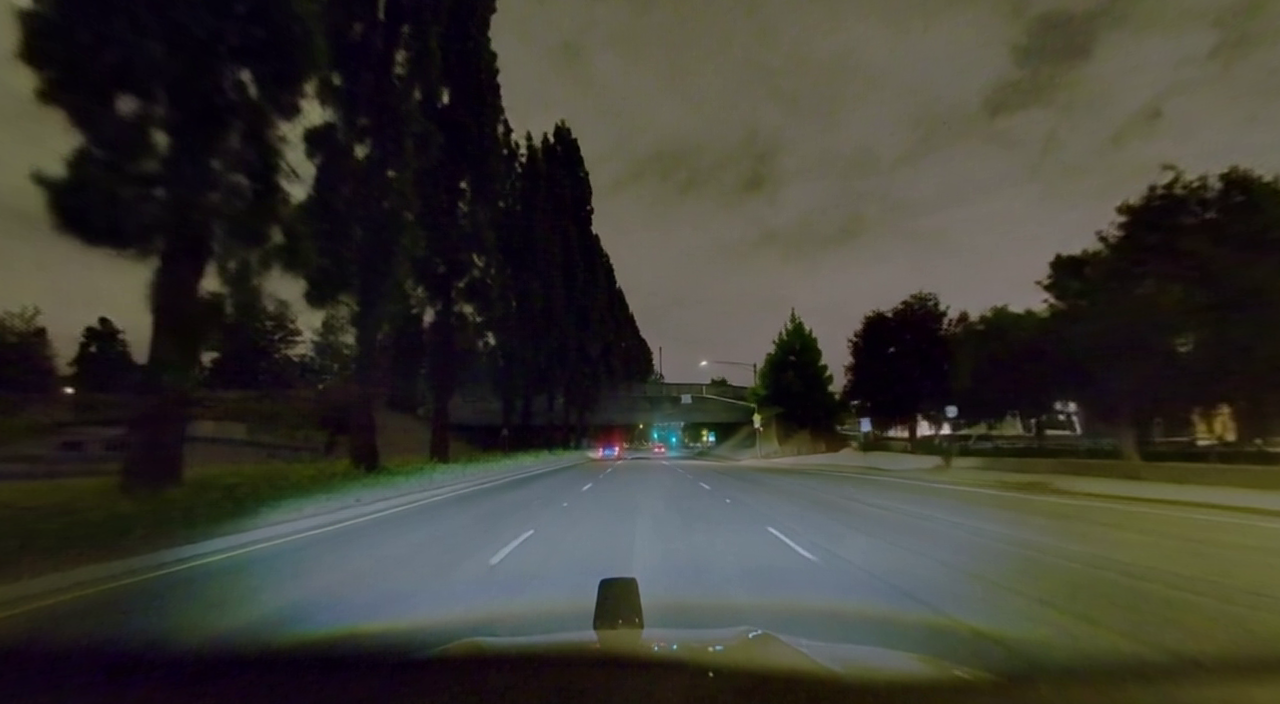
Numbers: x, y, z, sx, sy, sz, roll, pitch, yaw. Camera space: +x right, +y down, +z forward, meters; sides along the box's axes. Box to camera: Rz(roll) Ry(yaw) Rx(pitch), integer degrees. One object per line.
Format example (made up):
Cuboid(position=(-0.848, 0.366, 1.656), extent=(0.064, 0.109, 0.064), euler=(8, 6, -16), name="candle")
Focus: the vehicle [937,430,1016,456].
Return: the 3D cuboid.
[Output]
Cuboid(position=(19.868, 5.393, 37.348), extent=(3.688, 1.489, 1.667), euler=(1, -9, -4), name="vehicle")
